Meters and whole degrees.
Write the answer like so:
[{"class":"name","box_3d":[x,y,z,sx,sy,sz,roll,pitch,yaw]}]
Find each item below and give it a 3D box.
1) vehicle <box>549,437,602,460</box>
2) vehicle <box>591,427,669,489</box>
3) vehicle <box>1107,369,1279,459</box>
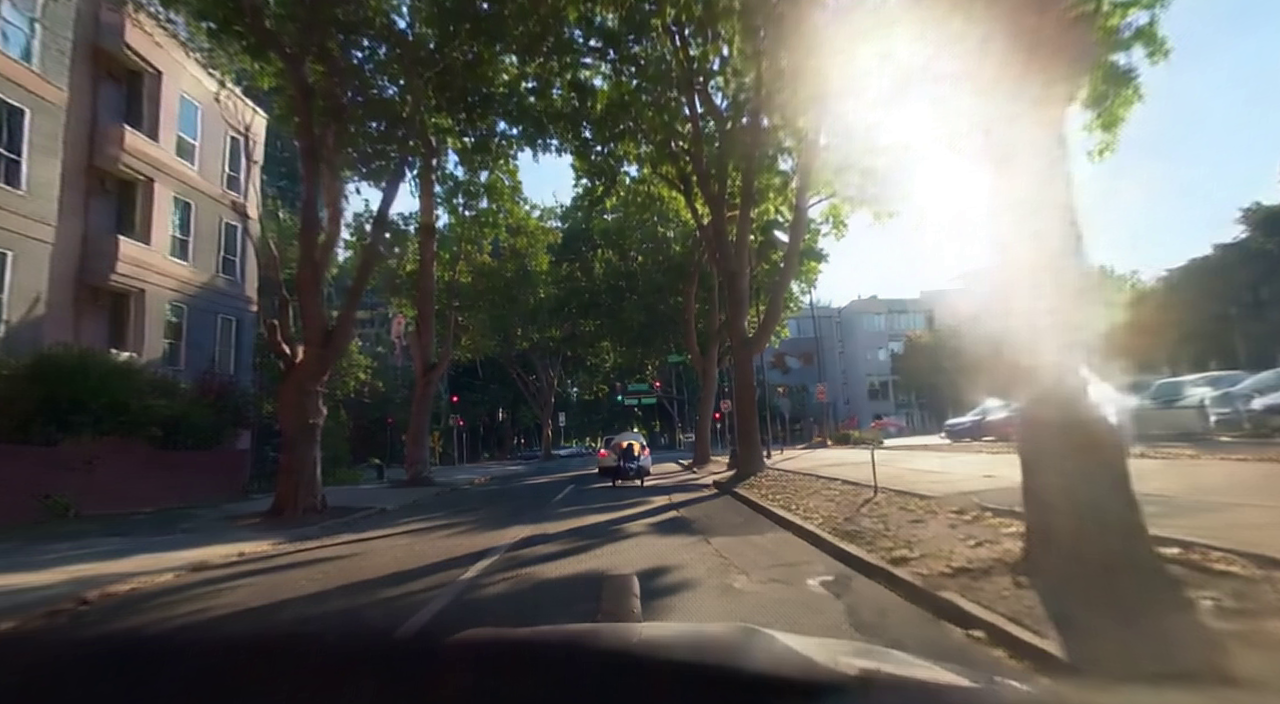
[{"class":"vehicle","box_3d":[-5.079,7.501,48.988,1.966,1.651,4.401,6,-11,-40]},{"class":"vehicle","box_3d":[-0.259,3.203,19.406,2.142,1.686,3.816,-1,-8,1]},{"class":"vehicle","box_3d":[12.481,1.192,12.918,4.052,1.595,2.062,-4,-5,3]}]
